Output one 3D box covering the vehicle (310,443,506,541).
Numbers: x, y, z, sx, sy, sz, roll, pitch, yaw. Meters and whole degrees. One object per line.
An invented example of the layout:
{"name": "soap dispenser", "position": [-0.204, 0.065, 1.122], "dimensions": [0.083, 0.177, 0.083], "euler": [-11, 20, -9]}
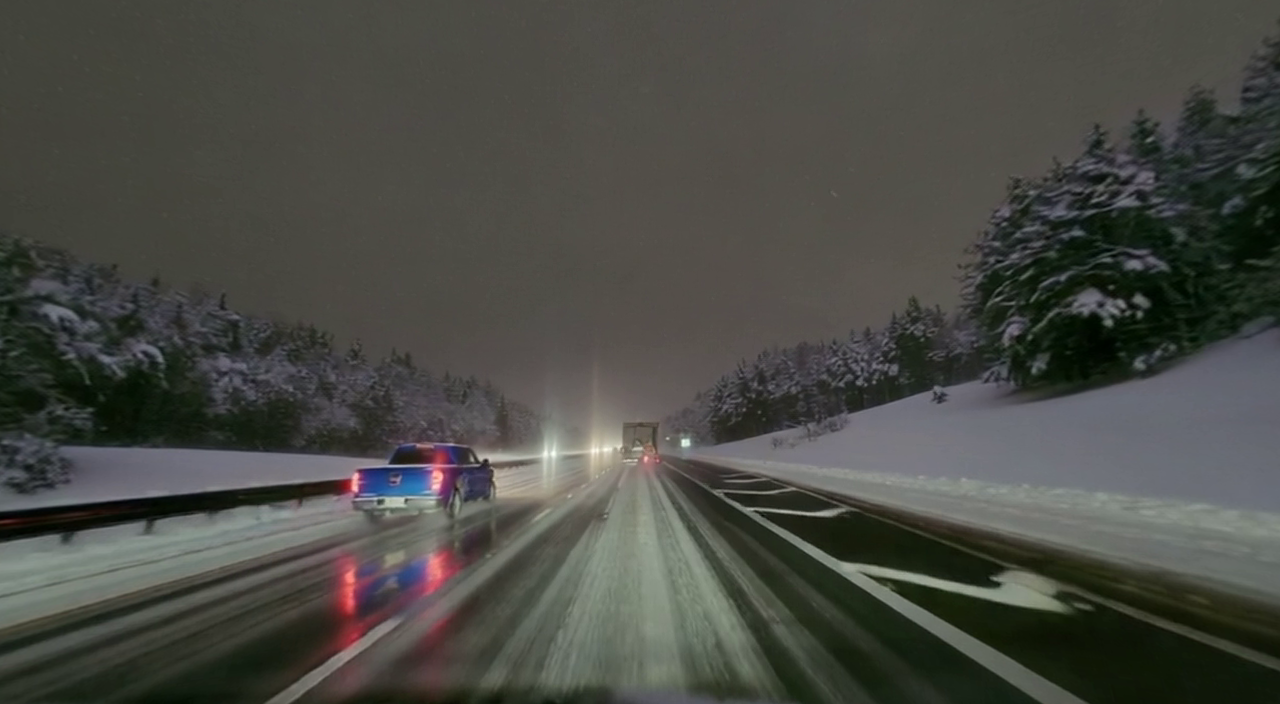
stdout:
{"name": "vehicle", "position": [-3.927, 2.429, 11.580], "dimensions": [1.955, 1.438, 4.100], "euler": [-1, -9, 1]}
